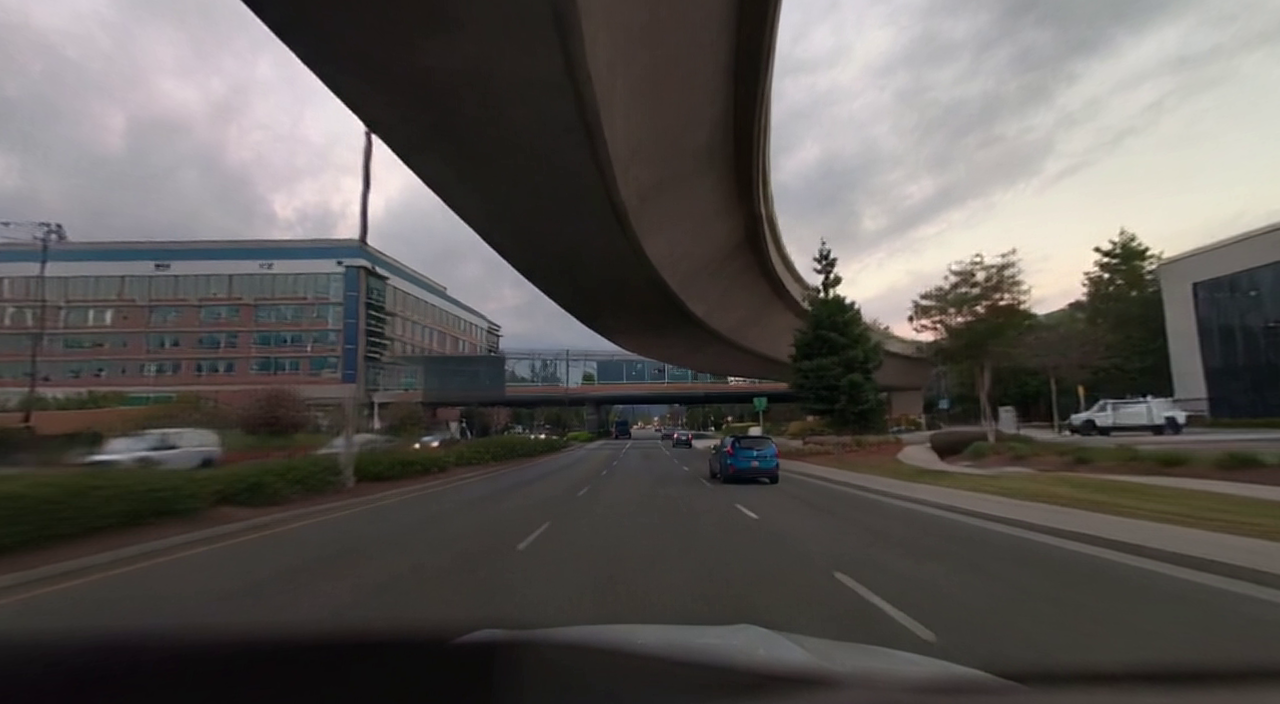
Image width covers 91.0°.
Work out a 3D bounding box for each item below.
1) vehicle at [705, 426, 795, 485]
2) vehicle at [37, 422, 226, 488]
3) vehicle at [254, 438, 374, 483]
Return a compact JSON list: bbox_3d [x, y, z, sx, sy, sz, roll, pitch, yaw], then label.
[{"bbox_3d":[3.450,3.360,20.722,2.110,1.712,4.489,0,-9,-1],"label":"vehicle"},{"bbox_3d":[-18.872,3.856,23.909,2.375,2.173,5.733,0,-9,0],"label":"vehicle"},{"bbox_3d":[-11.835,3.952,23.298,1.909,1.486,4.590,0,-9,1],"label":"vehicle"}]
